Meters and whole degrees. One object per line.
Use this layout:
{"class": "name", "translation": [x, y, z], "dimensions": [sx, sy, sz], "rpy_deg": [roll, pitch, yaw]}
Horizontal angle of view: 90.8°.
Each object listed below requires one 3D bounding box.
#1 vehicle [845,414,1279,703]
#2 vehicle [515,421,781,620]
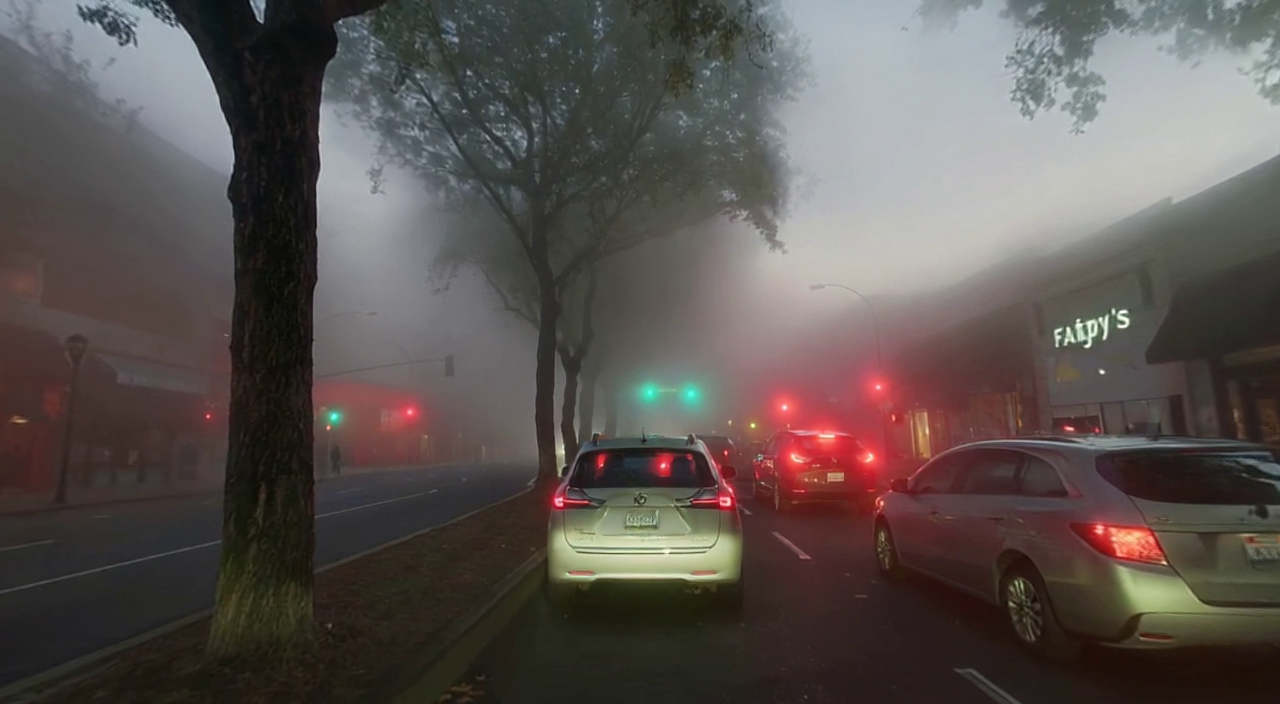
{"class": "vehicle", "translation": [3.401, 1.371, 5.313], "dimensions": [1.988, 1.480, 4.195], "rpy_deg": [0, -9, 1]}
{"class": "vehicle", "translation": [0.053, 1.550, 6.636], "dimensions": [2.006, 1.487, 3.535], "rpy_deg": [0, -9, 0]}
